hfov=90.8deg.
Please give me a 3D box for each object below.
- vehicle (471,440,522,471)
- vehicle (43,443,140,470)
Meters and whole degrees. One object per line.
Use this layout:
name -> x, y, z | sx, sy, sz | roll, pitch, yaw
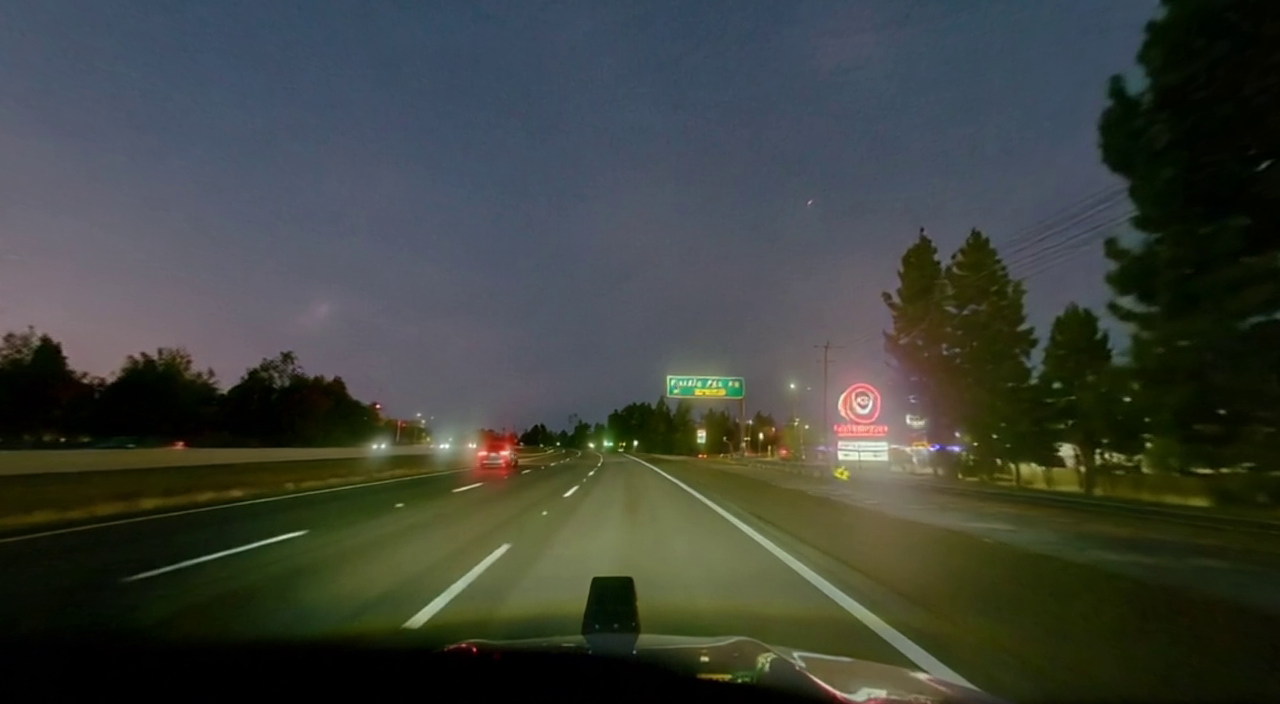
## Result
vehicle -> -8.379, 6.081, 37.249 | 2.053, 1.682, 4.423 | 0, -8, -1
vehicle -> -33.014, 6.280, 38.228 | 1.885, 1.523, 4.492 | 0, -8, -2
